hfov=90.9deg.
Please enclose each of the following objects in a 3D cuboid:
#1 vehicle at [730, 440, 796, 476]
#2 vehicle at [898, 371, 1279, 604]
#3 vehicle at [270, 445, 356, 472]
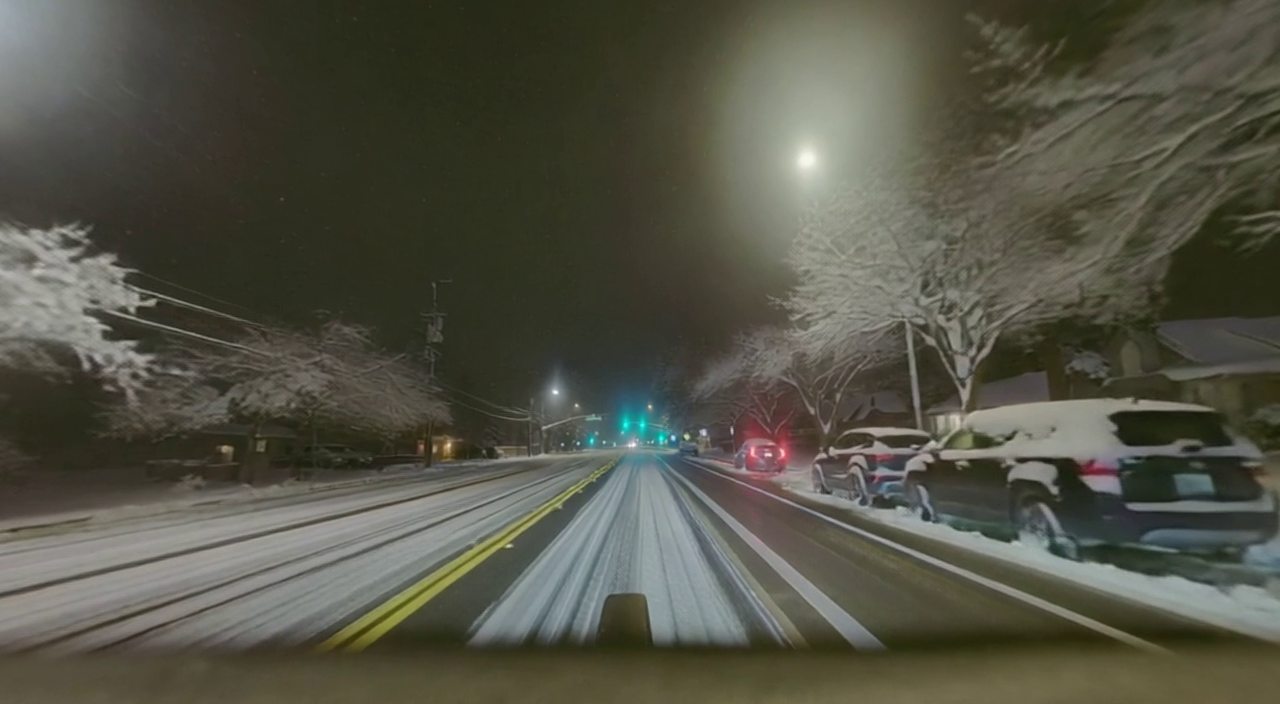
[{"bbox_3d":[5.419,4.731,28.373,1.935,1.453,4.488,0,-8,-2],"label":"vehicle"},{"bbox_3d":[5.025,1.381,7.251,2.160,1.800,4.646,0,-8,1],"label":"vehicle"},{"bbox_3d":[-21.764,7.116,42.109,4.610,1.721,2.019,0,-8,-2],"label":"vehicle"}]
